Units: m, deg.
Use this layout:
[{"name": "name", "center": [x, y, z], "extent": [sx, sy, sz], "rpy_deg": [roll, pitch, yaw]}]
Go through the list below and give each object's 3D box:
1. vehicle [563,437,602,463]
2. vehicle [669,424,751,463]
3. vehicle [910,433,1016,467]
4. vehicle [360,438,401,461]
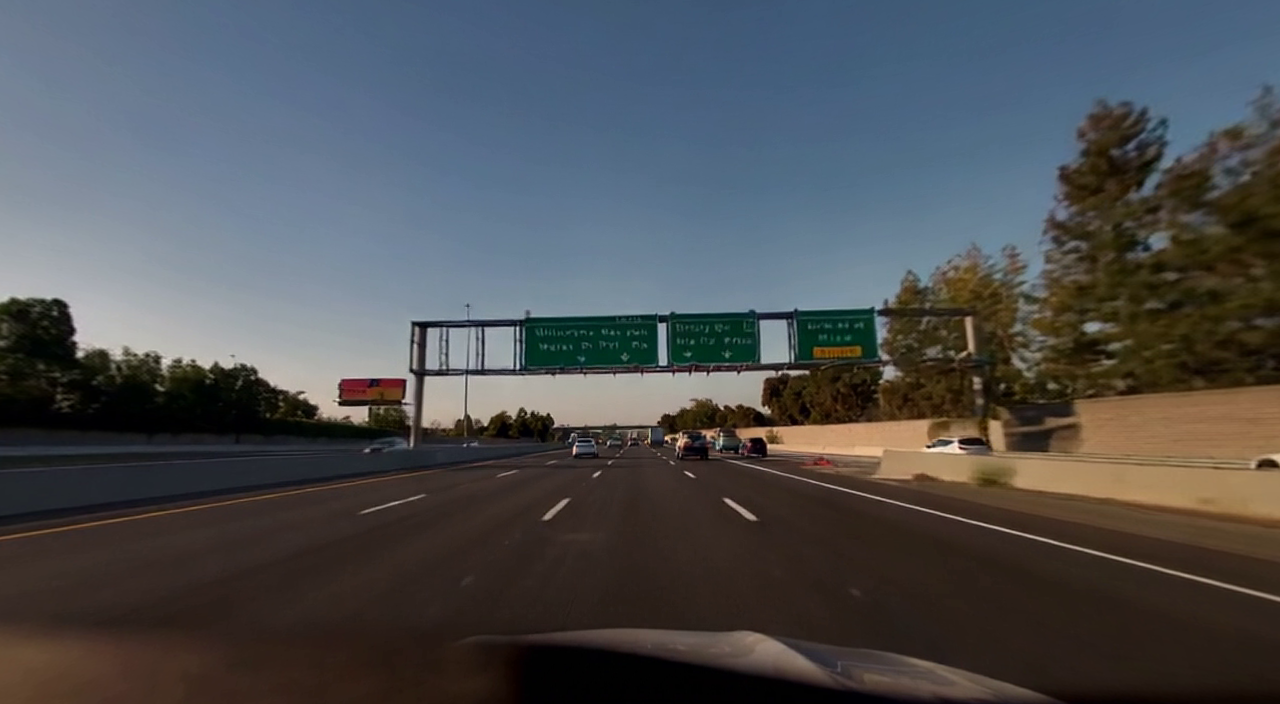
[{"name": "vehicle", "center": [-3.609, 6.229, 40.085], "extent": [2.066, 1.500, 4.415], "rpy_deg": [0, -8, 0]}, {"name": "vehicle", "center": [3.927, 5.727, 39.241], "extent": [3.042, 2.004, 14.051], "rpy_deg": [0, -8, -2]}, {"name": "vehicle", "center": [19.025, 5.795, 37.472], "extent": [2.261, 1.824, 5.678], "rpy_deg": [2, -9, -15]}, {"name": "vehicle", "center": [-17.457, 6.544, 42.491], "extent": [1.470, 1.364, 3.324], "rpy_deg": [-2, -7, -1]}]
